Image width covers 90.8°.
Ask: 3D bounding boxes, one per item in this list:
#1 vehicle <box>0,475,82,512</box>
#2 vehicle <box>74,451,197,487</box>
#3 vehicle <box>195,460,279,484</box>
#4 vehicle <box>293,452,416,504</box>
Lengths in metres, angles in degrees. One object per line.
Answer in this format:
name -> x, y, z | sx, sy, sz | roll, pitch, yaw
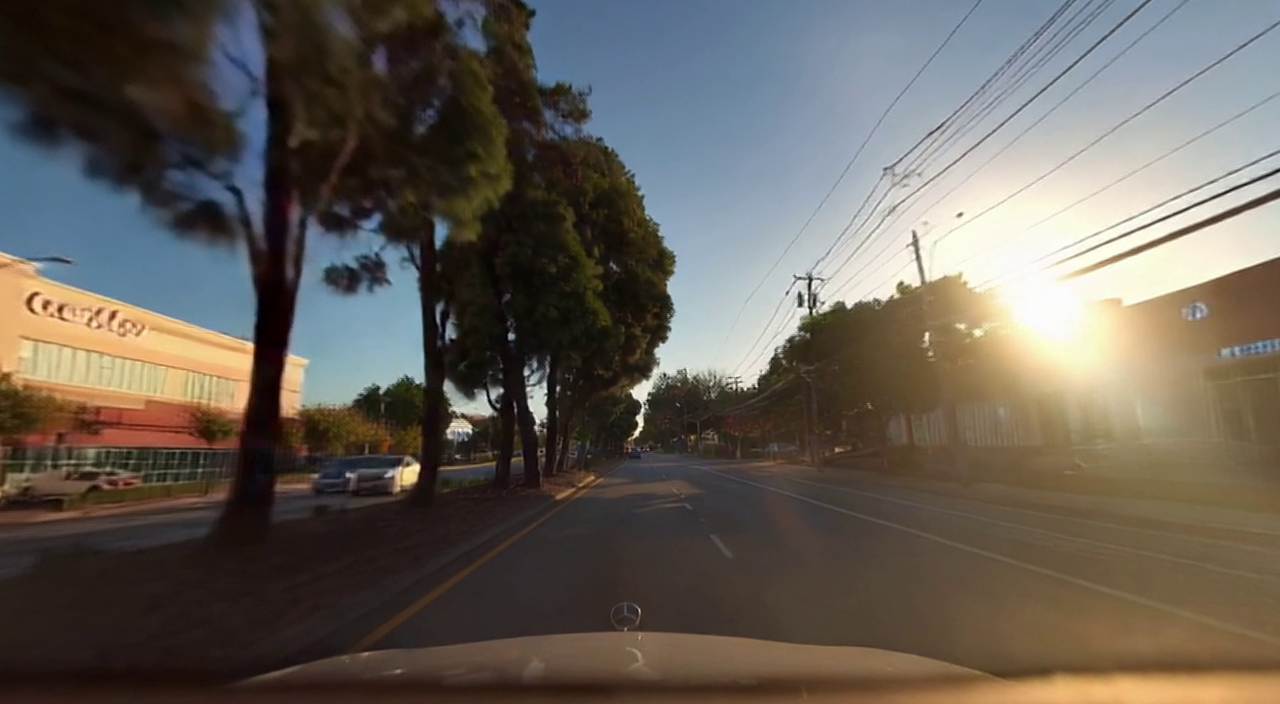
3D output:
vehicle -> -29.686, 6.765, 30.138 | 4.377, 1.520, 1.843 | -2, -9, 2
vehicle -> -29.700, 6.881, 37.311 | 5.145, 1.979, 2.281 | 0, -9, -3
vehicle -> -29.701, 8.807, 46.645 | 4.662, 1.599, 2.133 | 0, -8, -3
vehicle -> -9.239, 4.086, 20.960 | 1.900, 1.488, 4.675 | -1, -9, 0
